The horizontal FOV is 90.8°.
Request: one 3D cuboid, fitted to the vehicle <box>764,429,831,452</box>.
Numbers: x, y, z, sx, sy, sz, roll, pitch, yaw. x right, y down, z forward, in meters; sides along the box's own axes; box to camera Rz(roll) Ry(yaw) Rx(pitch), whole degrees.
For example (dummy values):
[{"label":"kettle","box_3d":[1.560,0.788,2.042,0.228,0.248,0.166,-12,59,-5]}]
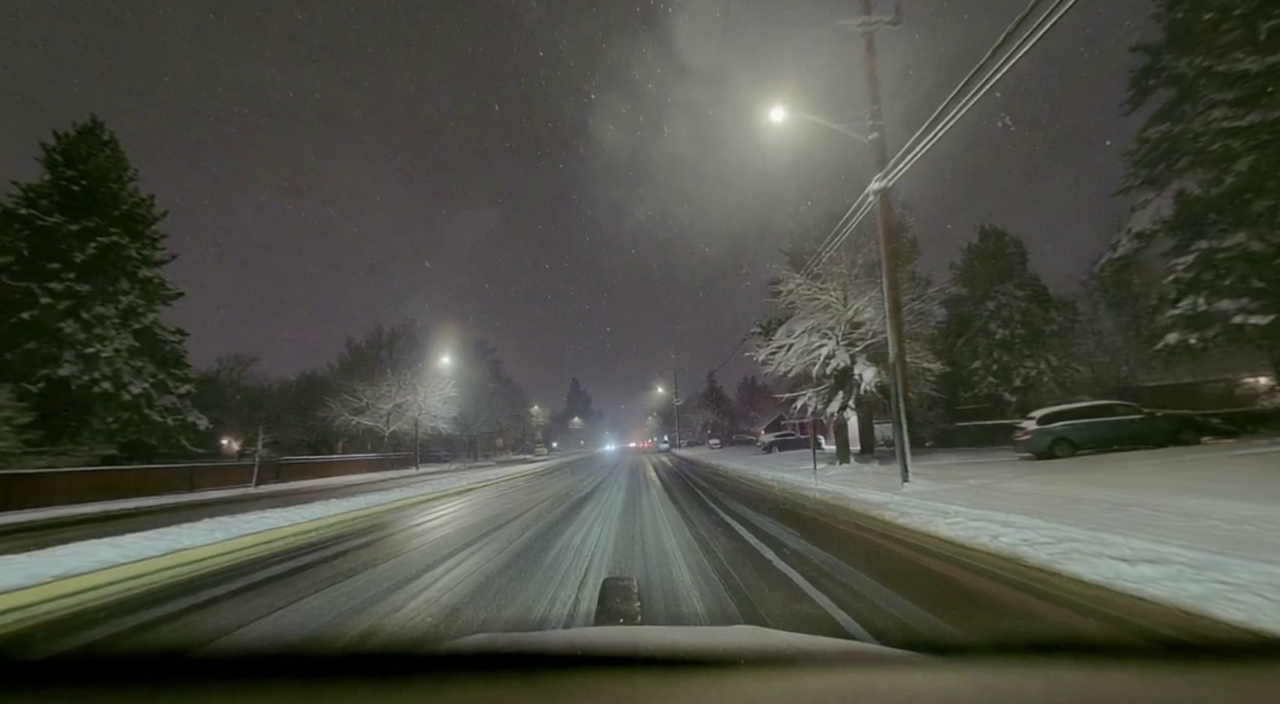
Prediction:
[{"label":"vehicle","box_3d":[11.817,6.688,47.549,4.545,1.680,2.001,-1,-8,4]}]
